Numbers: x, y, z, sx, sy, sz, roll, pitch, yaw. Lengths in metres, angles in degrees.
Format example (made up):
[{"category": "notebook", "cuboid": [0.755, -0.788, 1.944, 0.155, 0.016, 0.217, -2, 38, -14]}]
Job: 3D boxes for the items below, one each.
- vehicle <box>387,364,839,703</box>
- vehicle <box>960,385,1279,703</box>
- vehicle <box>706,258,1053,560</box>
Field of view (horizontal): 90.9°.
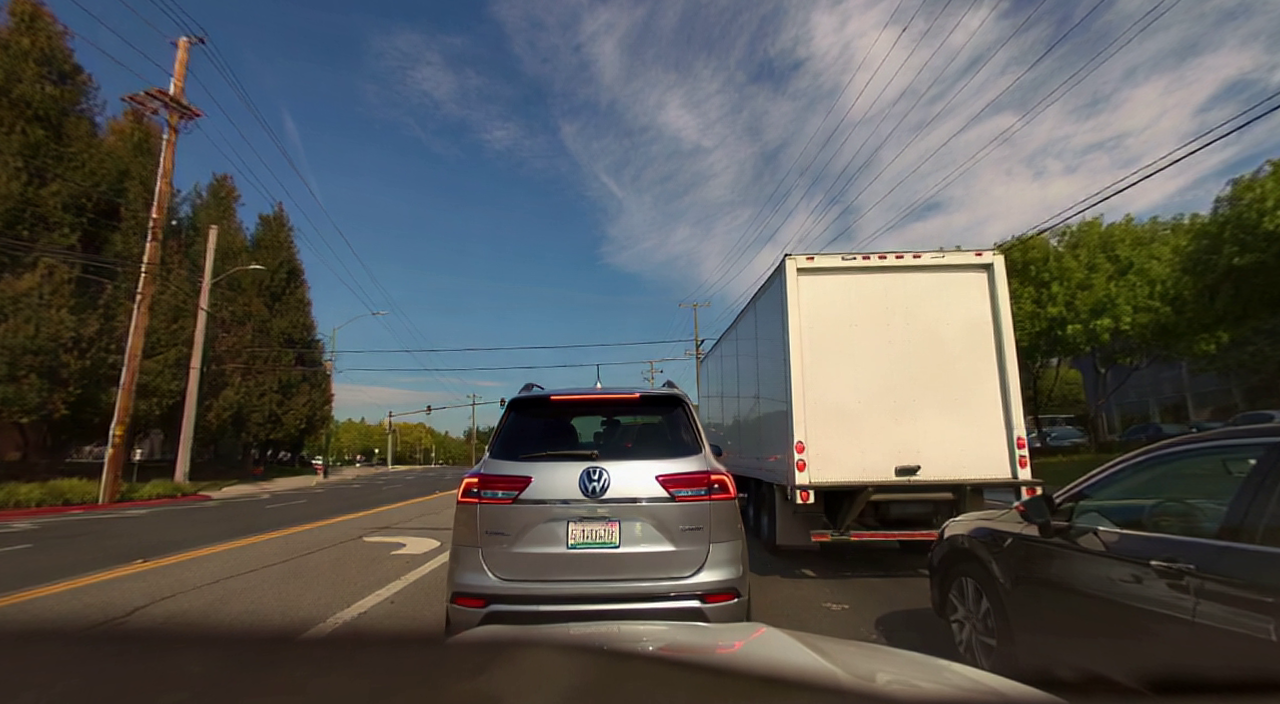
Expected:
[{"category": "vehicle", "cuboid": [-0.121, 1.230, 5.143, 2.114, 1.732, 4.230, 0, -8, 0]}, {"category": "vehicle", "cuboid": [2.828, 0.751, 1.196, 1.971, 1.484, 4.728, 0, -8, 0]}, {"category": "vehicle", "cuboid": [3.233, 1.256, 11.840, 2.915, 3.559, 8.848, 0, -8, -1]}]
